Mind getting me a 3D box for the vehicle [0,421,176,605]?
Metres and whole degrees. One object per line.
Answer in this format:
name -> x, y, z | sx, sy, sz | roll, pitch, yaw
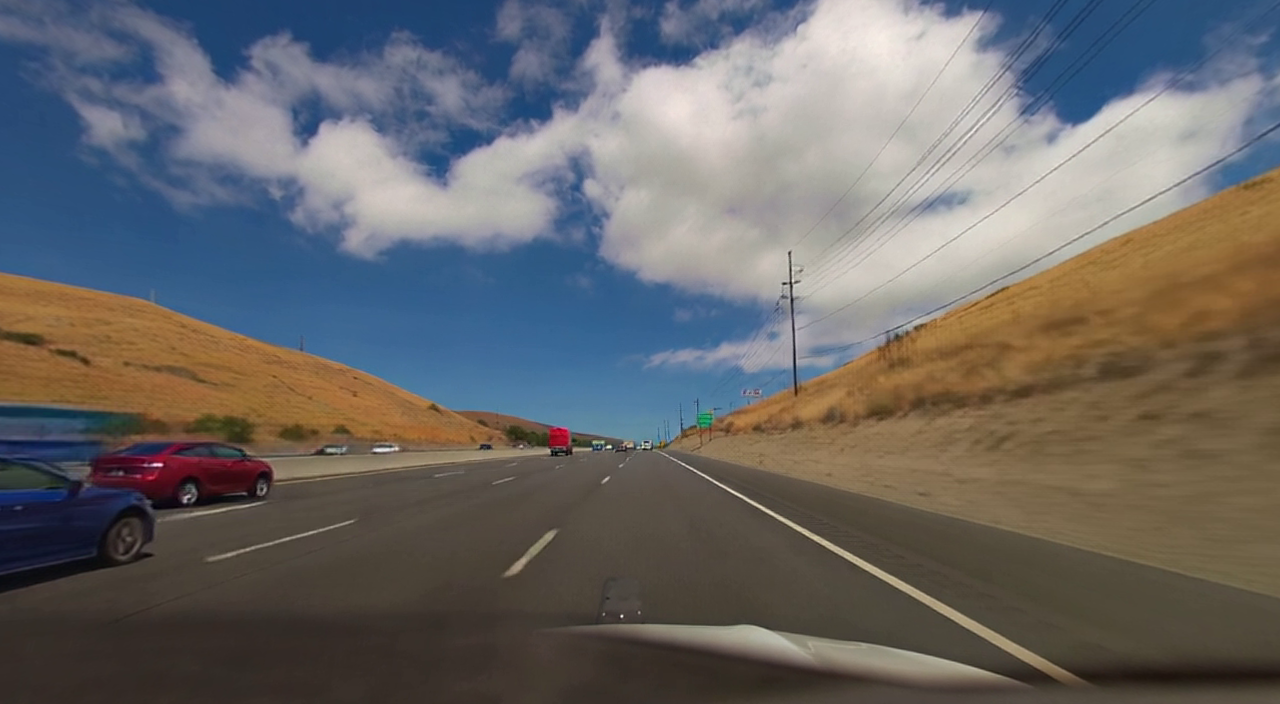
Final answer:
vehicle -> -6.164, 1.216, 4.567 | 1.955, 1.469, 4.554 | 0, -9, 3
